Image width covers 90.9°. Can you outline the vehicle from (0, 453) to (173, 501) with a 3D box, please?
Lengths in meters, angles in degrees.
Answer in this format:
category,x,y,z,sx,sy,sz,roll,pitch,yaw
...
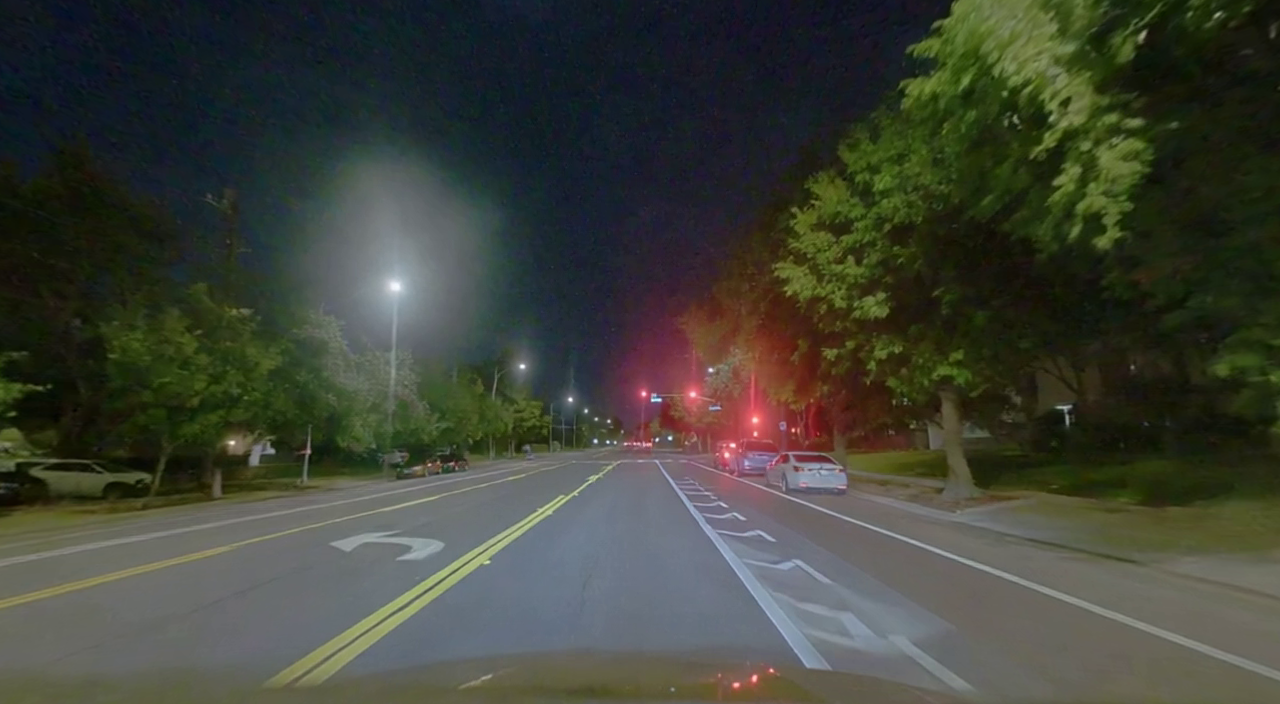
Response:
category,x,y,z,sx,sy,sz,roll,pitch,yaw
vehicle,-20.029,4.409,22.507,4.722,1.549,2.412,0,-8,-1

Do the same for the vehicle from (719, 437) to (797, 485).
category,x,y,z,sx,sy,sz,roll,pitch,yaw
vehicle,4.808,4.520,26.569,2.218,1.789,5.146,0,-8,-1

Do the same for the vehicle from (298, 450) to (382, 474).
category,x,y,z,sx,sy,sz,roll,pitch,yaw
vehicle,-20.839,7.641,43.919,4.715,1.560,2.131,0,-9,-1

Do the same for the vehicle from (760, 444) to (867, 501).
category,x,y,z,sx,sy,sz,roll,pitch,yaw
vehicle,4.919,3.457,18.594,1.928,1.431,4.570,0,-8,1

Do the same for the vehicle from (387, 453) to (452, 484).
category,x,y,z,sx,sy,sz,roll,pitch,yaw
vehicle,-12.497,6.611,36.053,1.983,1.513,4.662,-1,-8,1
